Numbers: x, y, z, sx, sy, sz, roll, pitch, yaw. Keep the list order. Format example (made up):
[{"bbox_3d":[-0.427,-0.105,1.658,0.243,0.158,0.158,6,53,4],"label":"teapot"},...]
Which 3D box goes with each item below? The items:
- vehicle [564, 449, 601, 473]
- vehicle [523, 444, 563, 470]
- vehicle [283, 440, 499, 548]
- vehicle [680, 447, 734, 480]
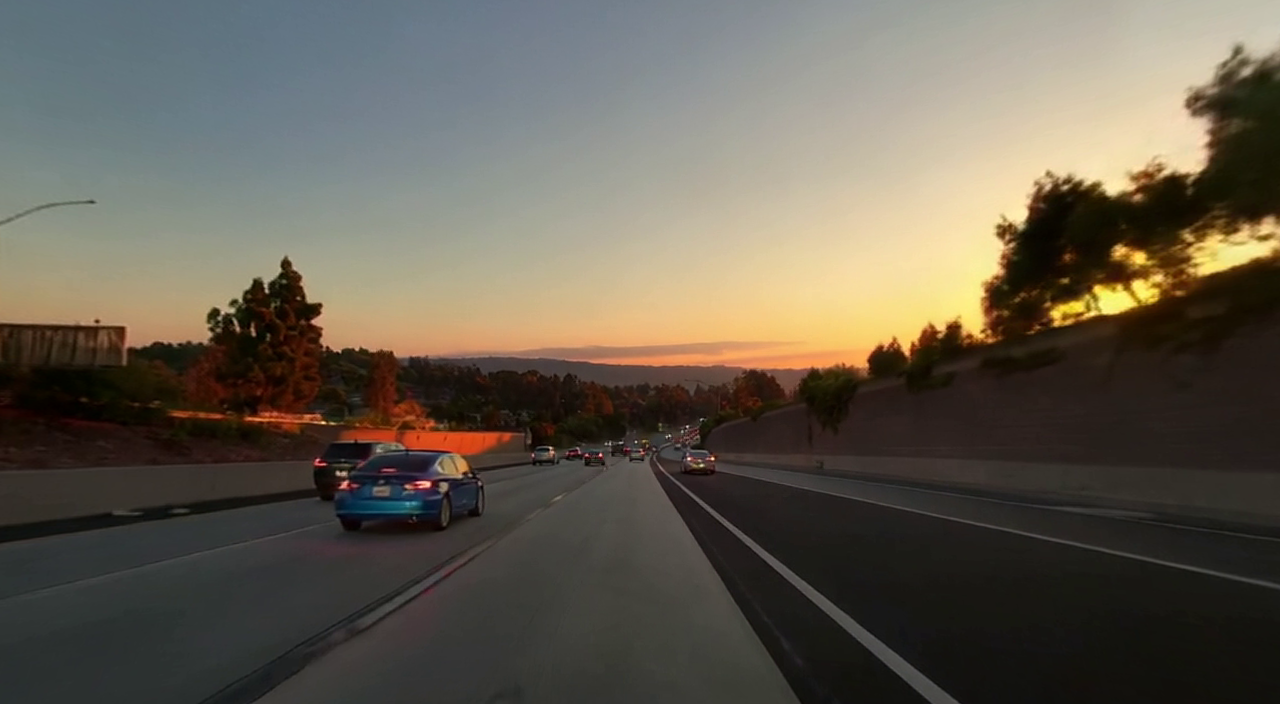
[{"bbox_3d":[-3.759,7.195,41.818,2.071,1.478,4.130,0,-9,1],"label":"vehicle"},{"bbox_3d":[-6.898,7.539,45.336,2.111,1.811,4.391,0,-9,1],"label":"vehicle"},{"bbox_3d":[-4.011,2.354,11.135,1.988,1.506,4.416,0,-9,0],"label":"vehicle"},{"bbox_3d":[3.198,5.457,31.114,2.141,1.507,4.510,0,-9,0],"label":"vehicle"}]
